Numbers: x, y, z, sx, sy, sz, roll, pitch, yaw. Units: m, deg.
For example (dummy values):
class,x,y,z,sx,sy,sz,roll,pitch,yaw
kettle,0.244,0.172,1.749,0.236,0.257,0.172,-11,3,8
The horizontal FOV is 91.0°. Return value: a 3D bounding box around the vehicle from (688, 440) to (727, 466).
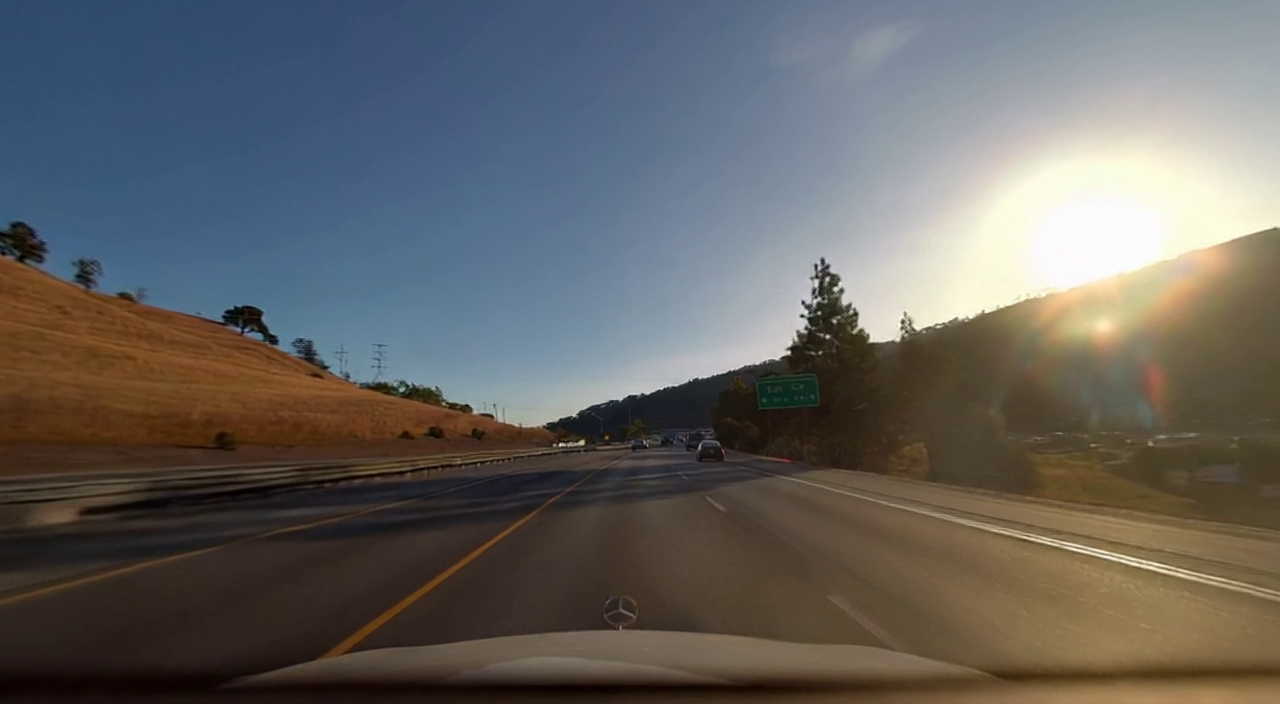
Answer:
class,x,y,z,sx,sy,sz,roll,pitch,yaw
vehicle,4.145,6.238,39.067,1.943,1.490,4.246,0,-8,0
